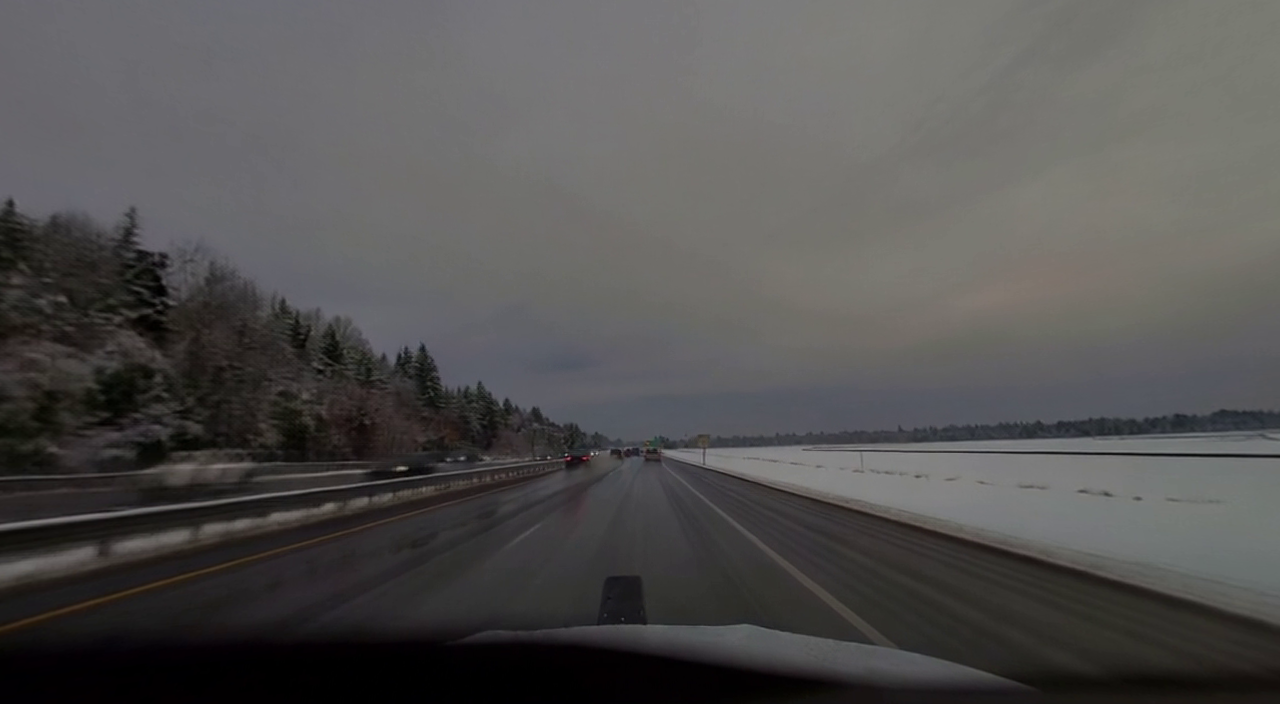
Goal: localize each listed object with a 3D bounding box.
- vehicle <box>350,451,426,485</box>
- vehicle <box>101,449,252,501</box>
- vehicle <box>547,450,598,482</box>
[{"bbox_3d":[-12.620,5.807,31.869,1.963,1.555,4.441,-1,-9,0],"label":"vehicle"},{"bbox_3d":[-16.595,4.406,22.953,2.005,1.675,4.529,-1,-9,1],"label":"vehicle"},{"bbox_3d":[-3.291,5.629,31.408,1.970,1.483,4.097,-1,-9,1],"label":"vehicle"}]
